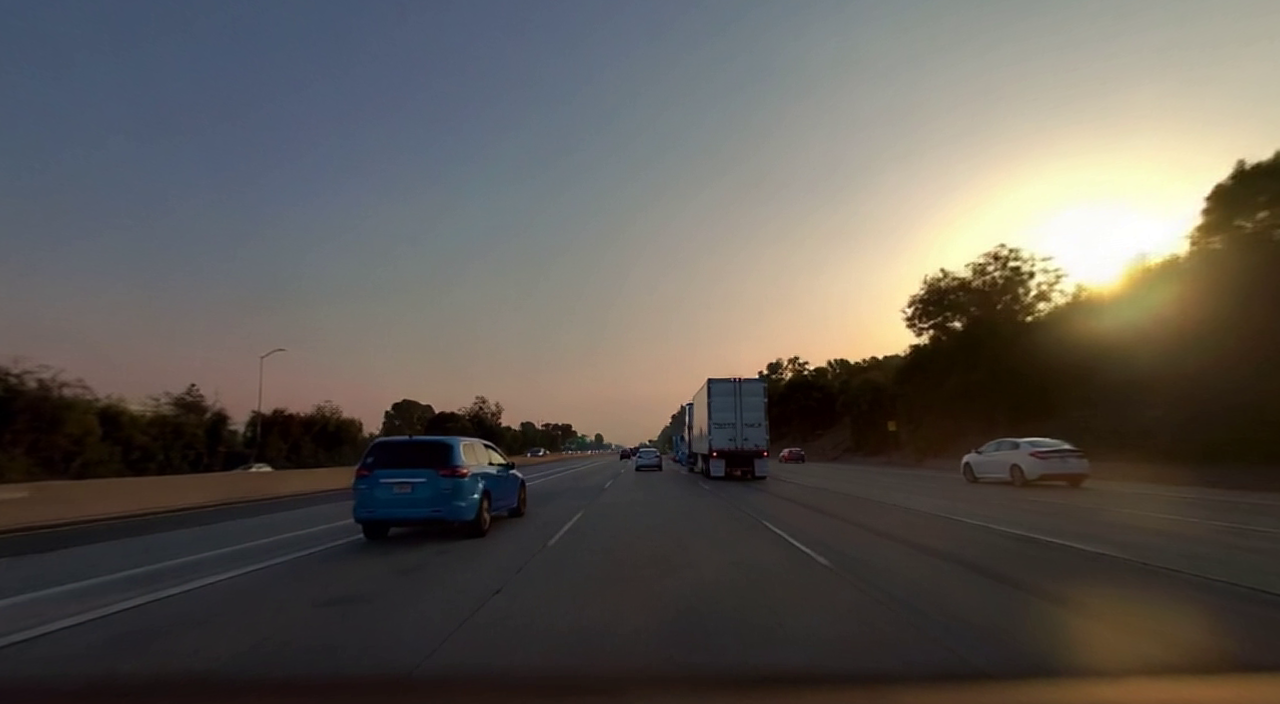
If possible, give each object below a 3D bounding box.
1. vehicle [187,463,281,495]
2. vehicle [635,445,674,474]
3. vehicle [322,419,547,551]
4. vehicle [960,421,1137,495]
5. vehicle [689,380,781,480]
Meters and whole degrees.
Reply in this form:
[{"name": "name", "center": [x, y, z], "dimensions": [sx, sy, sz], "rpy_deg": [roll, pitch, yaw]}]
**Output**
[{"name": "vehicle", "center": [-23.163, 7.243, 36.257], "dimensions": [2.218, 1.525, 4.738], "rpy_deg": [-1, -9, 1]}, {"name": "vehicle", "center": [0.746, 5.961, 35.119], "dimensions": [2.063, 1.469, 4.208], "rpy_deg": [0, -9, 0]}, {"name": "vehicle", "center": [-3.123, 2.148, 10.872], "dimensions": [2.237, 1.745, 4.575], "rpy_deg": [-1, -9, 1]}, {"name": "vehicle", "center": [11.261, 2.961, 17.860], "dimensions": [2.041, 1.824, 4.376], "rpy_deg": [0, -9, 0]}, {"name": "vehicle", "center": [4.384, 4.158, 32.333], "dimensions": [2.821, 4.077, 12.562], "rpy_deg": [0, -9, 0]}]
